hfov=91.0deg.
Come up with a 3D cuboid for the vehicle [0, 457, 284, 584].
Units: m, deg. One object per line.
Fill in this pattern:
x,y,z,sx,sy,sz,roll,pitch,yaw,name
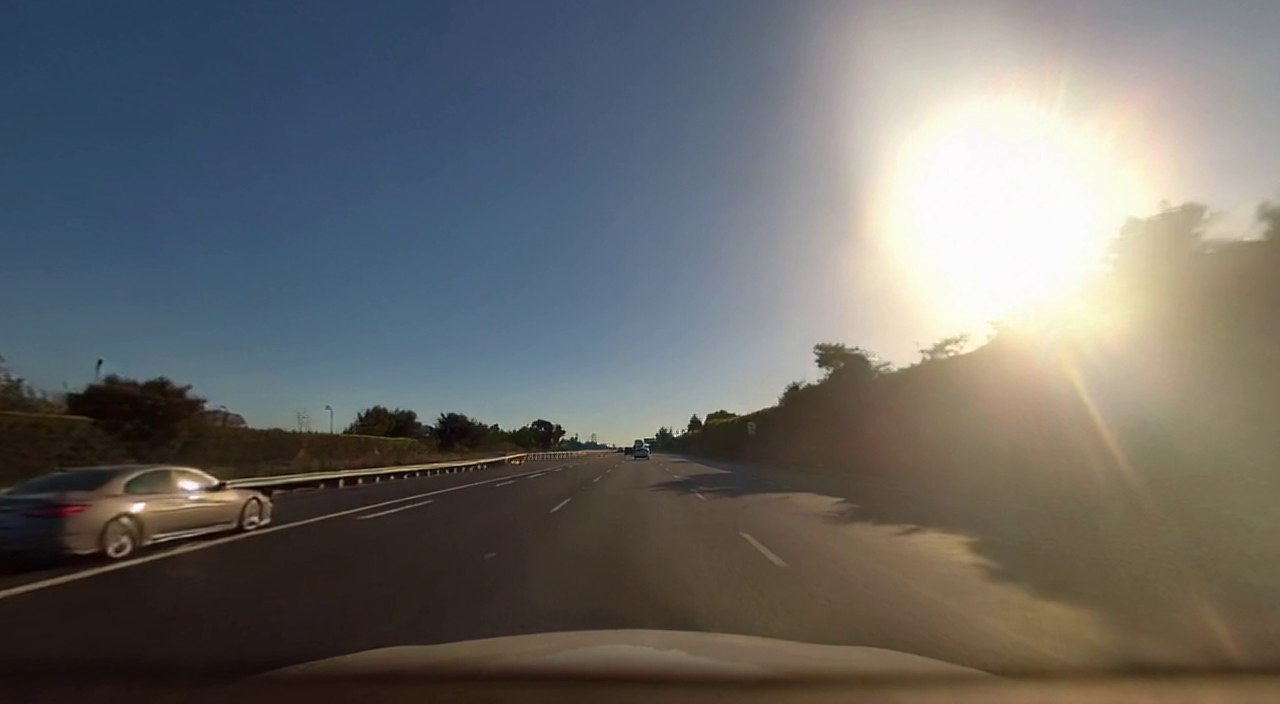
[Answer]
-7.510,2.174,9.021,2.165,1.274,4.525,0,-9,0,vehicle
